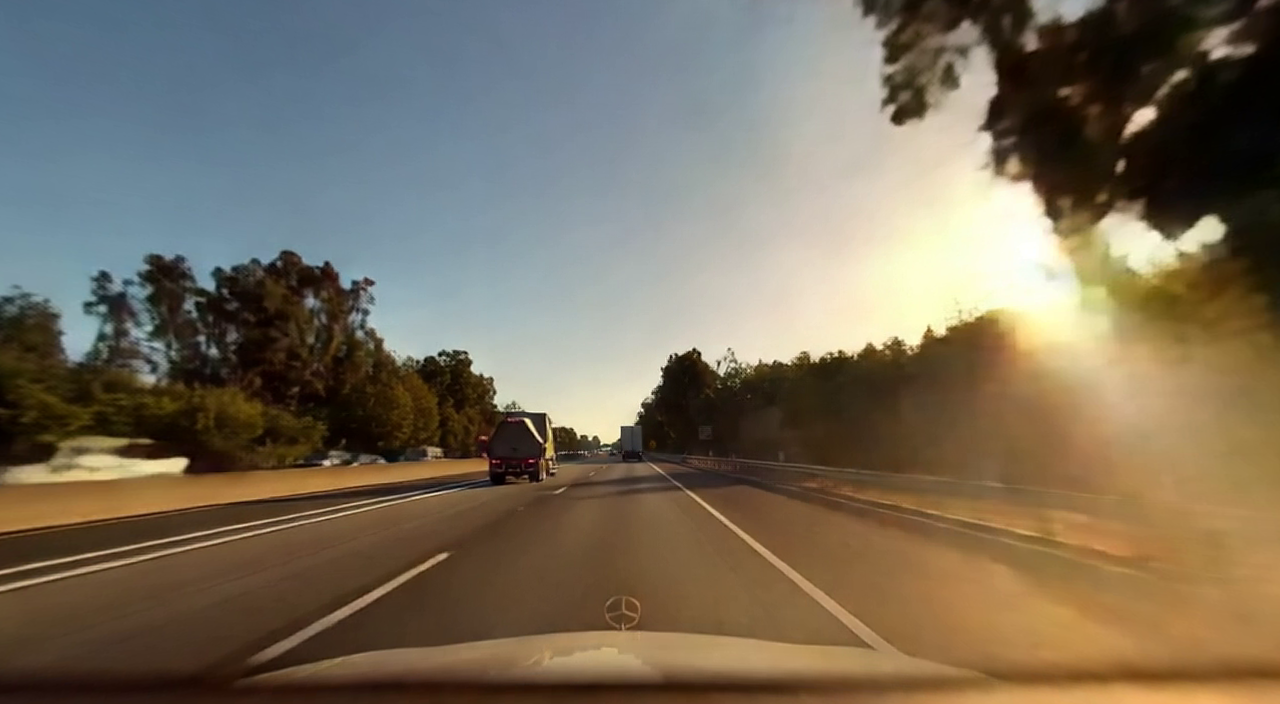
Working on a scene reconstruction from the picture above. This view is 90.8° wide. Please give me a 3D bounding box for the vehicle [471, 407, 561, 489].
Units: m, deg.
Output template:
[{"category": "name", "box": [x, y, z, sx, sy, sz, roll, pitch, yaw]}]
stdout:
[{"category": "vehicle", "box": [-4.701, 3.831, 25.102, 2.368, 2.813, 6.329, 0, -9, -1]}]
